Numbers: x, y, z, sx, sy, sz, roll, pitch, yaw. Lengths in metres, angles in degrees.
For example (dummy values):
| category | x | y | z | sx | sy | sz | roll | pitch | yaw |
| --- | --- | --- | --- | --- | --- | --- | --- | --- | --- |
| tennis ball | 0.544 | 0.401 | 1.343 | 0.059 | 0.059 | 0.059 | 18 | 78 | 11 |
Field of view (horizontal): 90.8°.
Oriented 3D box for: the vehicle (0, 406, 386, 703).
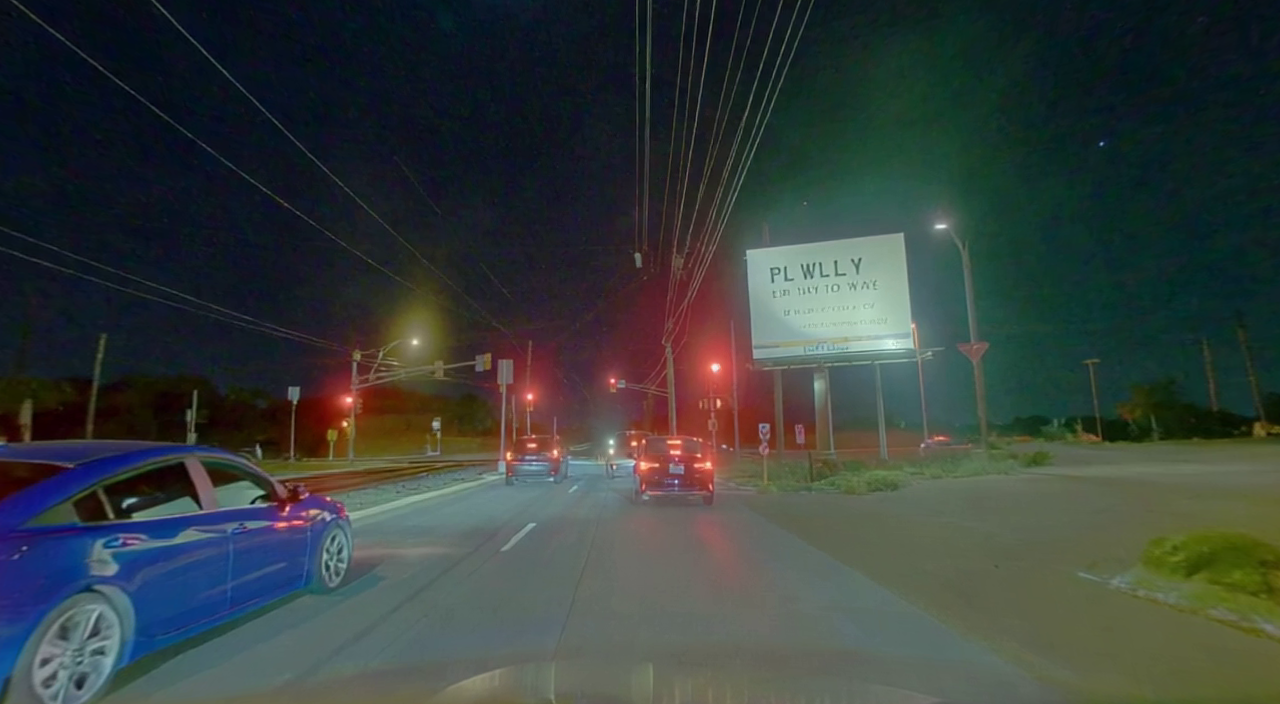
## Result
| category | x | y | z | sx | sy | sz | roll | pitch | yaw |
| --- | --- | --- | --- | --- | --- | --- | --- | --- | --- |
| vehicle | -3.562 | 1.186 | 4.049 | 1.956 | 1.468 | 4.585 | 0 | -9 | 0 |

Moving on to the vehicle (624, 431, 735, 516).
| category | x | y | z | sx | sy | sz | roll | pitch | yaw |
| --- | --- | --- | --- | --- | --- | --- | --- | --- | --- |
| vehicle | 0.662 | 2.506 | 13.512 | 1.998 | 1.529 | 3.960 | 0 | -9 | -2 |

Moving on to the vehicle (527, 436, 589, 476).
| category | x | y | z | sx | sy | sz | roll | pitch | yaw |
| --- | --- | --- | --- | --- | --- | --- | --- | --- | --- |
| vehicle | -3.224 | 4.188 | 25.603 | 1.984 | 1.505 | 4.047 | 0 | -9 | -1 |
